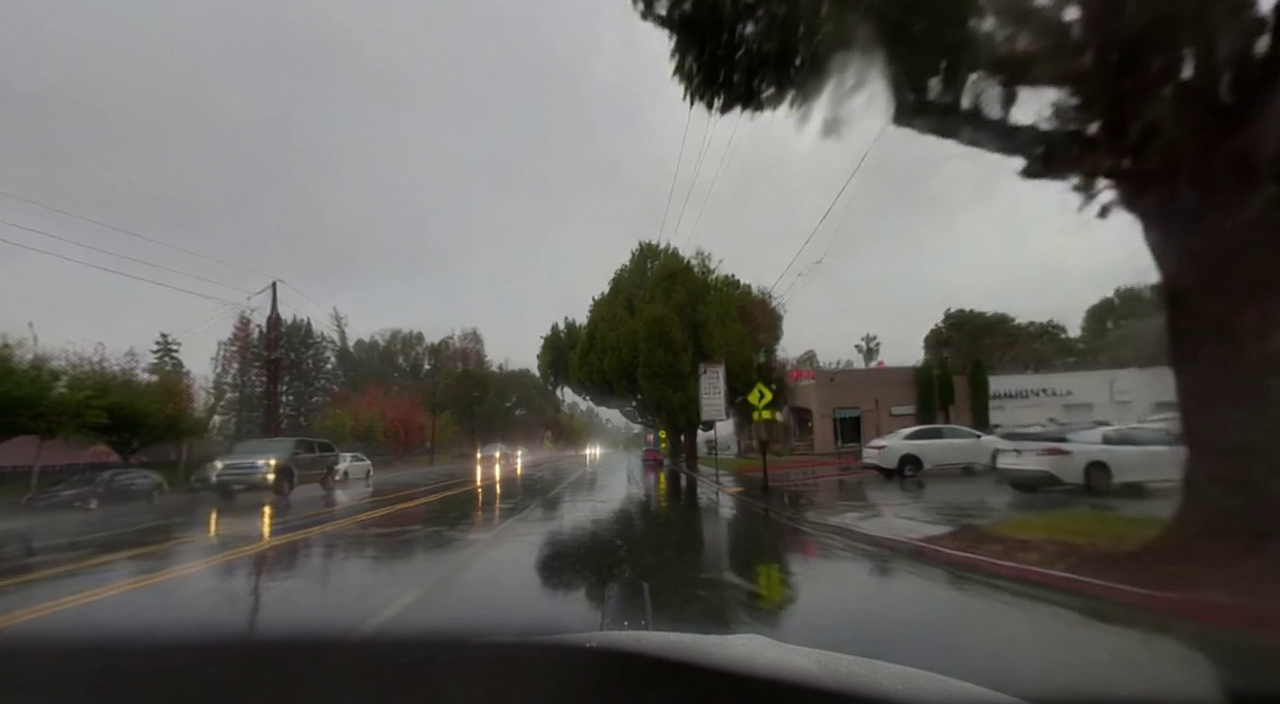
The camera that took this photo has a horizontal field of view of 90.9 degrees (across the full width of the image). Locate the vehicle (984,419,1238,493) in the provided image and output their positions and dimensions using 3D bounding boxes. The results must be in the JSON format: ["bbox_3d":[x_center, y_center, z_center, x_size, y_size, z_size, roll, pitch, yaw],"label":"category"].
[{"bbox_3d":[10.139,2.254,13.757,4.257,1.474,1.751,1,-9,-6],"label":"vehicle"}]

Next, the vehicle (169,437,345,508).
[{"bbox_3d":[-12.253,3.854,20.861,2.228,1.976,5.857,0,-8,-1],"label":"vehicle"}]

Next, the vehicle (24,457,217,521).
[{"bbox_3d":[-15.575,4.088,19.345,2.093,1.474,4.638,-3,-8,-2],"label":"vehicle"}]

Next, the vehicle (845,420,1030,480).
[{"bbox_3d":[9.282,3.077,19.923,4.843,1.748,1.985,1,-9,-5],"label":"vehicle"}]
